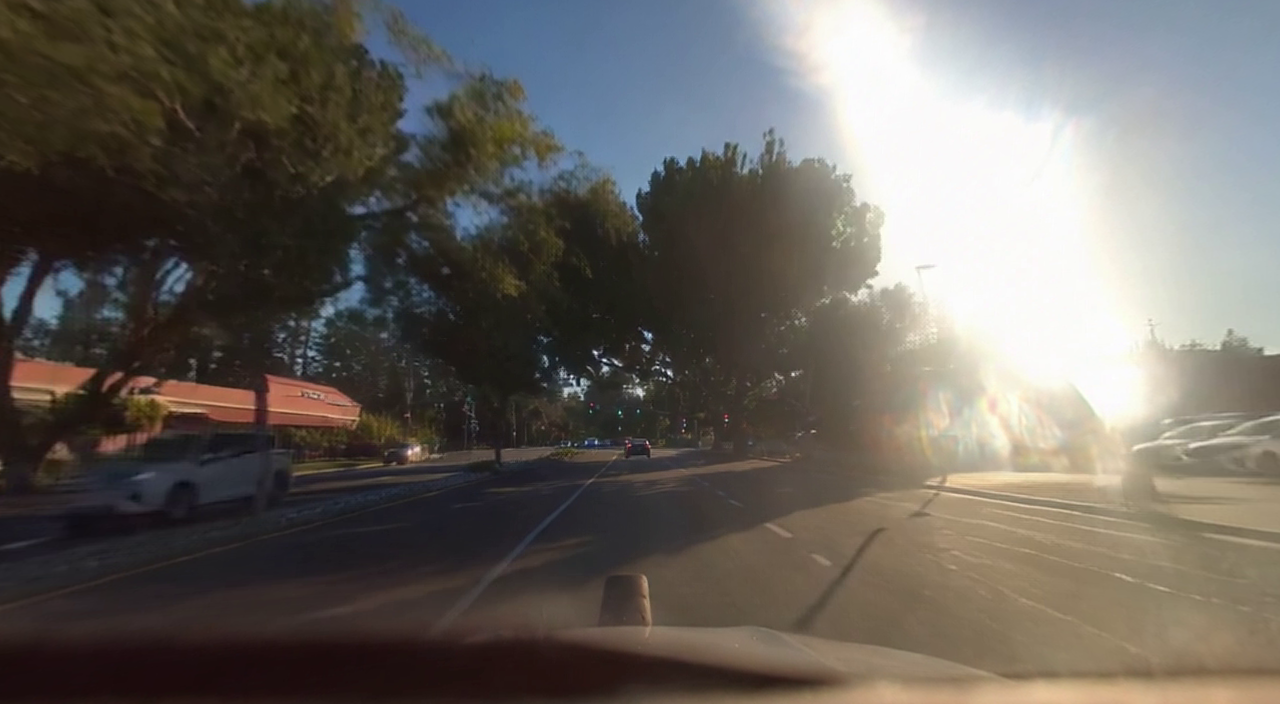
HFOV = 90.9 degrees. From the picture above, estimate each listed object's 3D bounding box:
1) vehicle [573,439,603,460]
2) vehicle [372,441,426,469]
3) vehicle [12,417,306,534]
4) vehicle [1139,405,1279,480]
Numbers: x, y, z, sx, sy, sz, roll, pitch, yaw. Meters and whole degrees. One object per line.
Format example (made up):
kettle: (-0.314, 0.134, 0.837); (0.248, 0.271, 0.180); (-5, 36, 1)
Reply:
vehicle: (-3.882, 7.286, 47.319); (1.942, 1.497, 4.561); (0, -8, -1)
vehicle: (-15.691, 6.704, 41.350); (1.834, 1.694, 4.405); (0, -8, 0)
vehicle: (-8.661, 2.240, 12.072); (2.149, 1.793, 4.468); (0, -8, -2)
vehicle: (17.364, 2.496, 17.500); (5.117, 1.933, 2.035); (-1, -8, 3)
